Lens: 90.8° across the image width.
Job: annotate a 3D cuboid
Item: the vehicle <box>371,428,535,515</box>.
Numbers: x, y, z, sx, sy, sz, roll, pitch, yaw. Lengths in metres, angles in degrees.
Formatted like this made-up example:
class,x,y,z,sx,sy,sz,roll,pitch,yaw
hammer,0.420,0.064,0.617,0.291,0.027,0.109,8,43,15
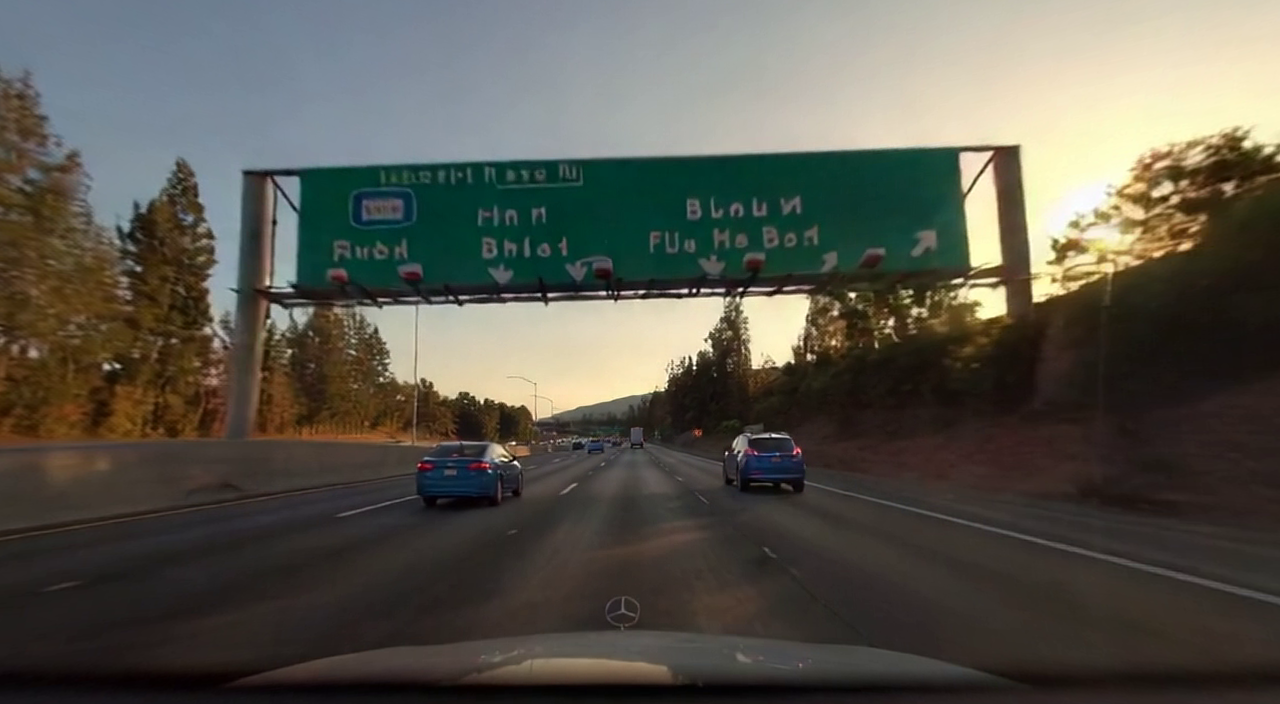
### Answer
class,x,y,z,sx,sy,sz,roll,pitch,yaw
vehicle,-3.849,2.580,14.124,2.118,1.573,4.940,0,-9,0

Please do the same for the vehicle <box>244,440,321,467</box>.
class,x,y,z,sx,sy,sz,roll,pitch,yaw
vehicle,-21.552,6.162,38.344,1.879,1.502,4.735,0,-9,0

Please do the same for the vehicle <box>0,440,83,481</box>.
class,x,y,z,sx,sy,sz,roll,pitch,yaw
vehicle,-25.190,4.297,25.104,2.132,1.501,4.345,0,-9,0

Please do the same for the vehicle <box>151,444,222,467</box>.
class,x,y,z,sx,sy,sz,roll,pitch,yaw
vehicle,-33.161,7.556,46.311,1.903,1.566,4.432,0,-9,0

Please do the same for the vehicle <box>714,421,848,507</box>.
class,x,y,z,sx,sy,sz,roll,pitch,yaw
vehicle,3.078,2.567,14.790,2.053,1.714,4.097,0,-9,-2
